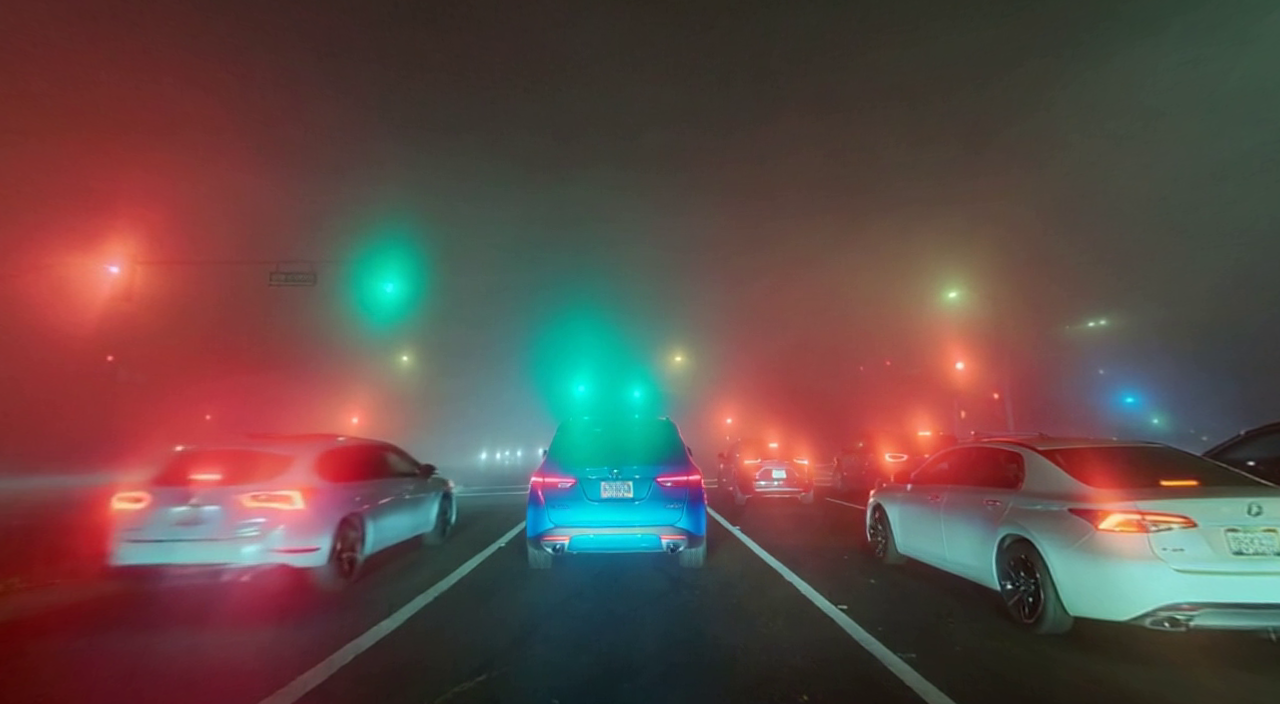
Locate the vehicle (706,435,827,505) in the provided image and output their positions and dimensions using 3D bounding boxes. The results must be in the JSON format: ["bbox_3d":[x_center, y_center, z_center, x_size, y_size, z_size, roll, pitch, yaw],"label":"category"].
[{"bbox_3d":[2.967,2.860,15.778,1.950,1.506,4.086,0,-8,-3],"label":"vehicle"}]

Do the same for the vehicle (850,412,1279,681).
[{"bbox_3d":[3.613,1.392,5.696,1.861,1.478,4.185,0,-8,-2],"label":"vehicle"}]

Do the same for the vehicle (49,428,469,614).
[{"bbox_3d":[-3.649,1.684,7.352,2.063,1.454,4.553,0,-8,0],"label":"vehicle"}]

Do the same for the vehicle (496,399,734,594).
[{"bbox_3d":[-0.281,1.567,7.634,2.101,1.707,3.904,0,-8,-2],"label":"vehicle"}]
